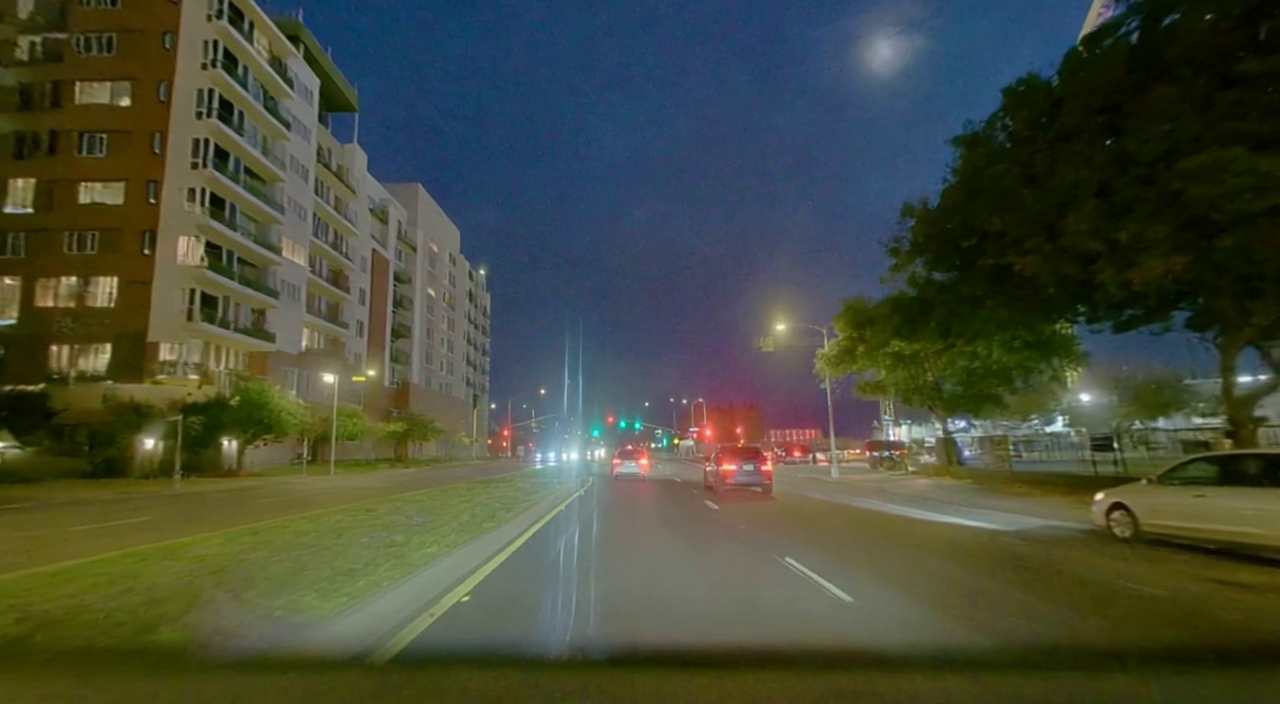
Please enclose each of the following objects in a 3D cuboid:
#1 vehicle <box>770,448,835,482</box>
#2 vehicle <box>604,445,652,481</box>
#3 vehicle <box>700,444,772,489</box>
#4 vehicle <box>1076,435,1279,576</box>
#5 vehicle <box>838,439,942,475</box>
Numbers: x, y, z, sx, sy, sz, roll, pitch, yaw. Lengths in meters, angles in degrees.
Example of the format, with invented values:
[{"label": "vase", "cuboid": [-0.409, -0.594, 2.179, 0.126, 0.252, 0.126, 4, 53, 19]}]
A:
[{"label": "vehicle", "cuboid": [7.593, 5.298, 30.028, 1.883, 1.452, 4.598, 0, -9, 0]}, {"label": "vehicle", "cuboid": [-0.490, 4.966, 28.425, 2.006, 1.487, 3.535, 0, -9, 0]}, {"label": "vehicle", "cuboid": [3.333, 4.061, 22.755, 1.910, 1.474, 4.003, 0, -9, -1]}, {"label": "vehicle", "cuboid": [7.754, 1.718, 7.302, 1.921, 1.480, 4.789, 0, -9, -1]}, {"label": "vehicle", "cuboid": [13.064, 5.496, 33.224, 4.622, 1.761, 1.986, 0, -9, 0]}]
